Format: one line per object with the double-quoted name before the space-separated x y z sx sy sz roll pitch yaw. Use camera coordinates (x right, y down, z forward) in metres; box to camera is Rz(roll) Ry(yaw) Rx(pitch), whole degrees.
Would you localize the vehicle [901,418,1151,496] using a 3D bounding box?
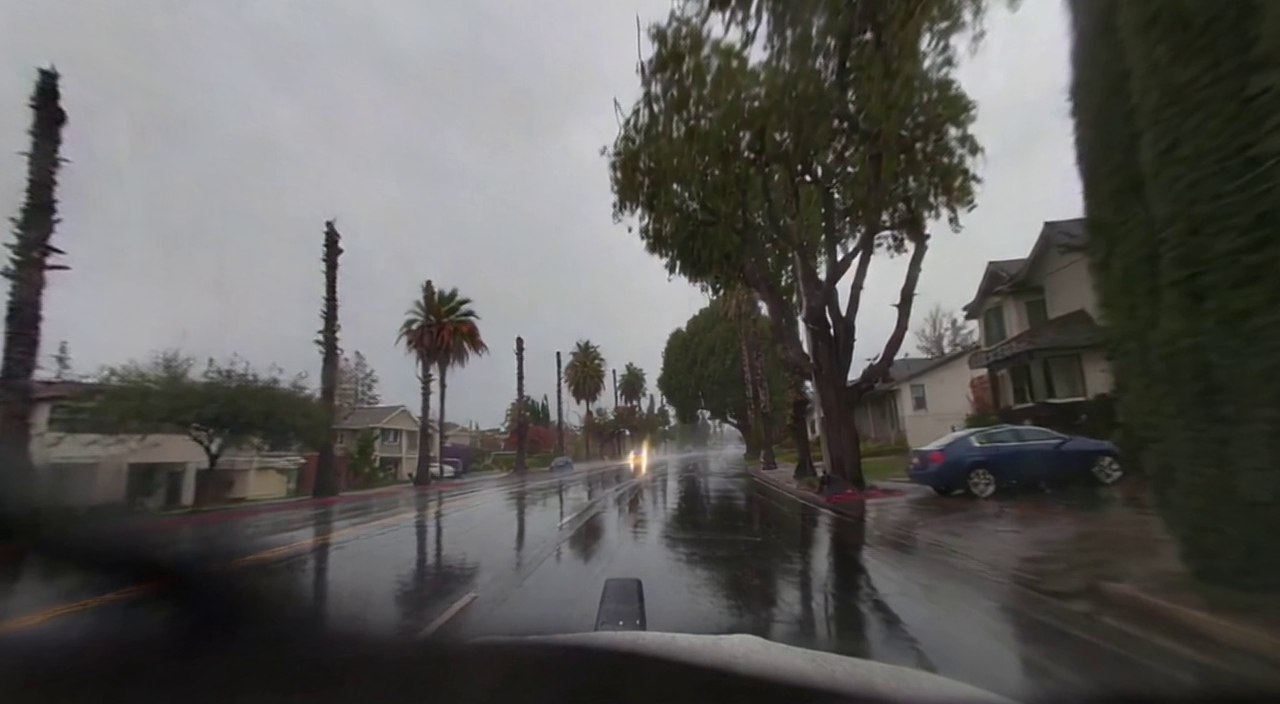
"vehicle" 9.060 2.505 15.174 4.646 1.687 1.975 -1 -8 0
